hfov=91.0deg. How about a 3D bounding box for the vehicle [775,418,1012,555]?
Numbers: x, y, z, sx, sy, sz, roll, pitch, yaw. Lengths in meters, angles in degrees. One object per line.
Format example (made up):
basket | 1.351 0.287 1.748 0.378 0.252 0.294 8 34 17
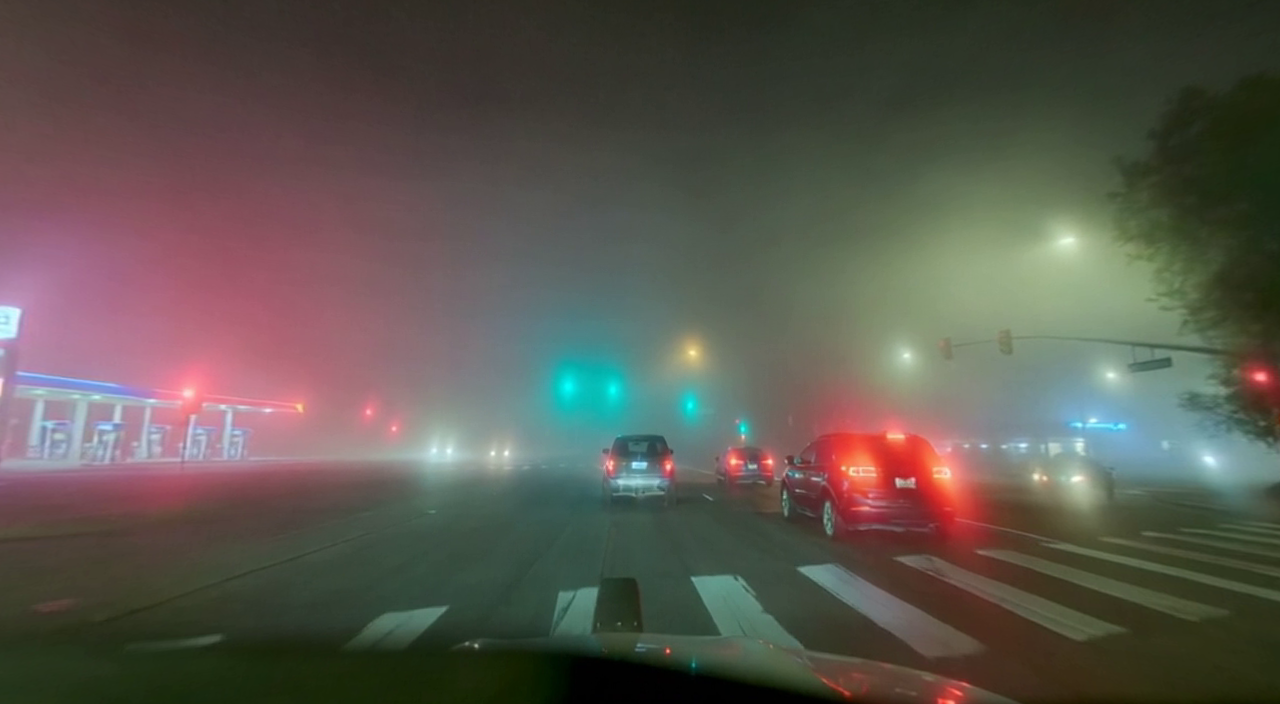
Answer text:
vehicle | 3.741 2.049 10.306 2.000 1.745 4.206 0 -8 -2

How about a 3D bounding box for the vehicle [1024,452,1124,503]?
vehicle | 14.668 4.189 21.548 2.057 1.473 4.462 -4 -9 25

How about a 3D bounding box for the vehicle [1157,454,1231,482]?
vehicle | 34.656 7.196 39.355 4.636 1.542 2.096 5 -10 -32

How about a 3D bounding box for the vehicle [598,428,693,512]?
vehicle | 0.101 2.871 15.762 2.051 1.798 4.168 0 -8 -1

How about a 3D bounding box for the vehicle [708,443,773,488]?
vehicle | 3.801 4.346 24.392 1.800 1.592 3.658 0 -8 -2
